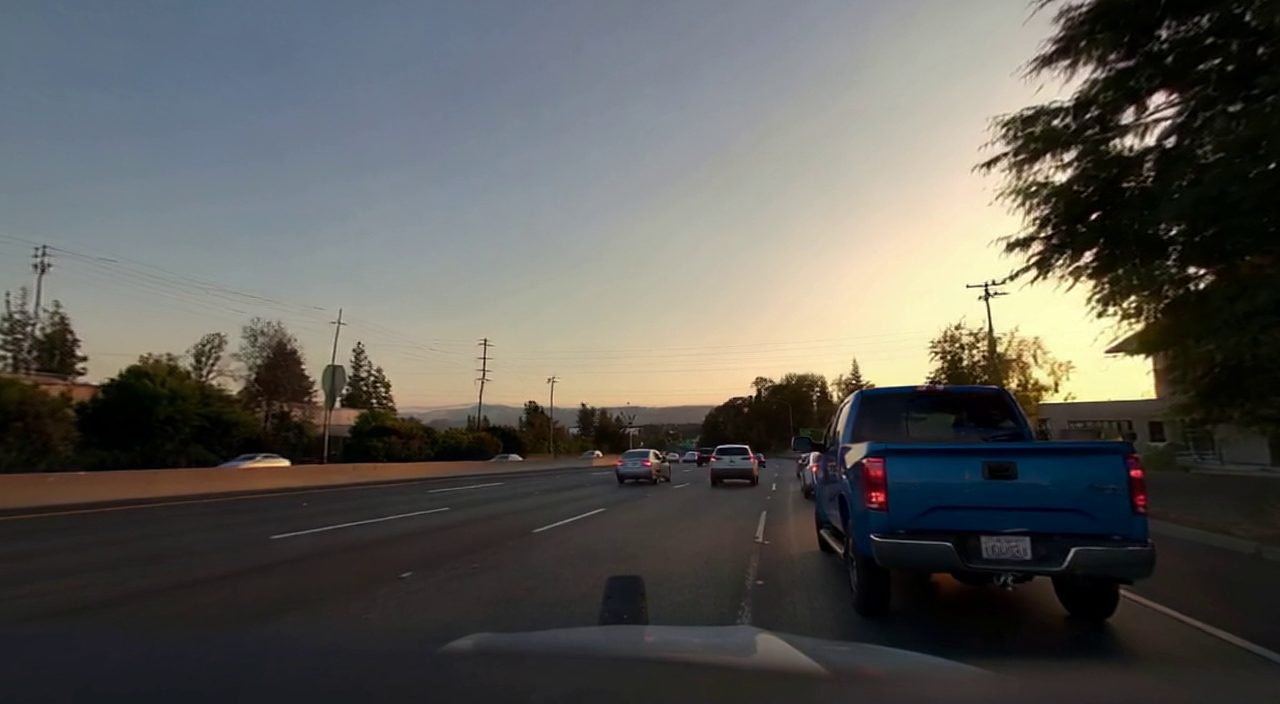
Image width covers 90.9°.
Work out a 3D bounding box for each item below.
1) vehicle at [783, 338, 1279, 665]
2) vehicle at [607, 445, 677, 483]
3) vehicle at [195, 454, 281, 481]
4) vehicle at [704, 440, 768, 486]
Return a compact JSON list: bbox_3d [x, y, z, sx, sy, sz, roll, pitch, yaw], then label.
[{"bbox_3d":[3.423,1.471,7.761,3.024,2.092,6.797,-2,-9,14],"label":"vehicle"},{"bbox_3d":[0.197,4.865,27.714,2.119,1.478,4.644,-2,-8,13],"label":"vehicle"},{"bbox_3d":[-25.146,7.204,39.639,1.916,1.539,4.328,-2,-9,13],"label":"vehicle"},{"bbox_3d":[3.974,4.432,25.600,2.080,1.682,4.150,-2,-9,14],"label":"vehicle"}]
